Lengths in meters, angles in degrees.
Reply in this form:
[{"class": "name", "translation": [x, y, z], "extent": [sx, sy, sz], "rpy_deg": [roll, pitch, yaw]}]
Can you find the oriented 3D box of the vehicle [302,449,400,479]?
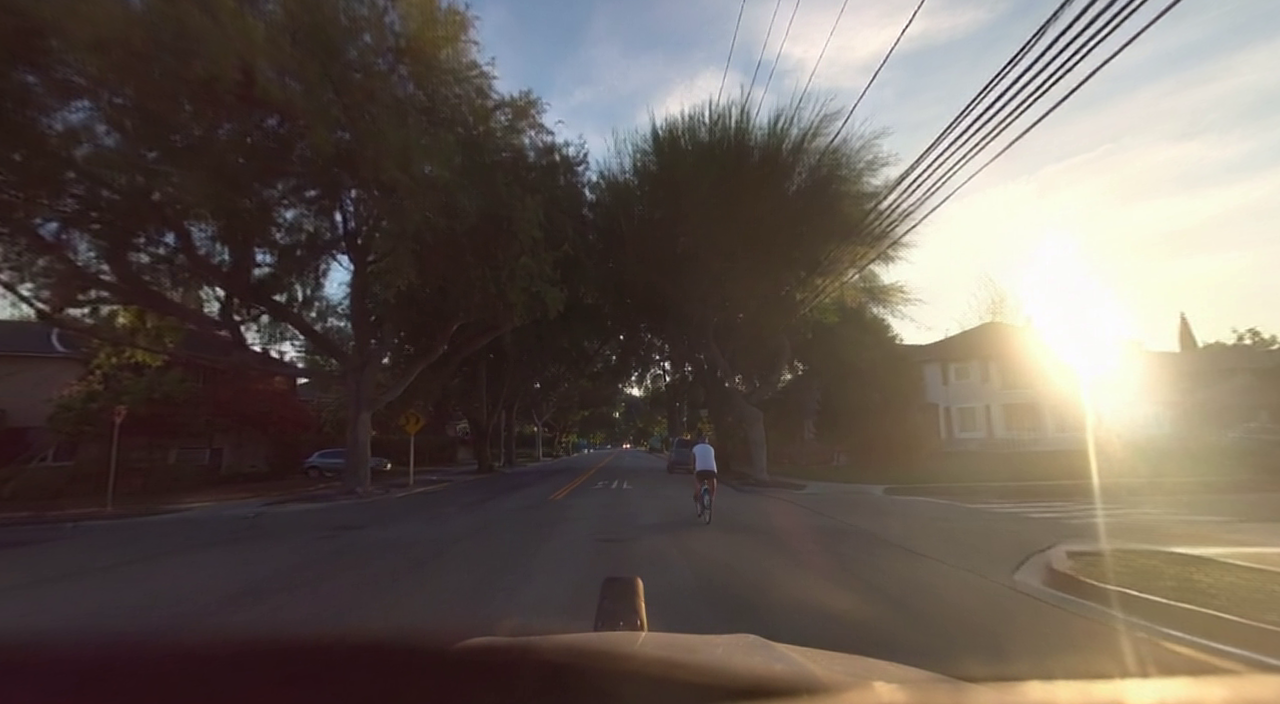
[{"class": "vehicle", "translation": [-14.669, 5.695, 32.239], "extent": [4.143, 1.480, 1.755], "rpy_deg": [0, -9, -2]}]
